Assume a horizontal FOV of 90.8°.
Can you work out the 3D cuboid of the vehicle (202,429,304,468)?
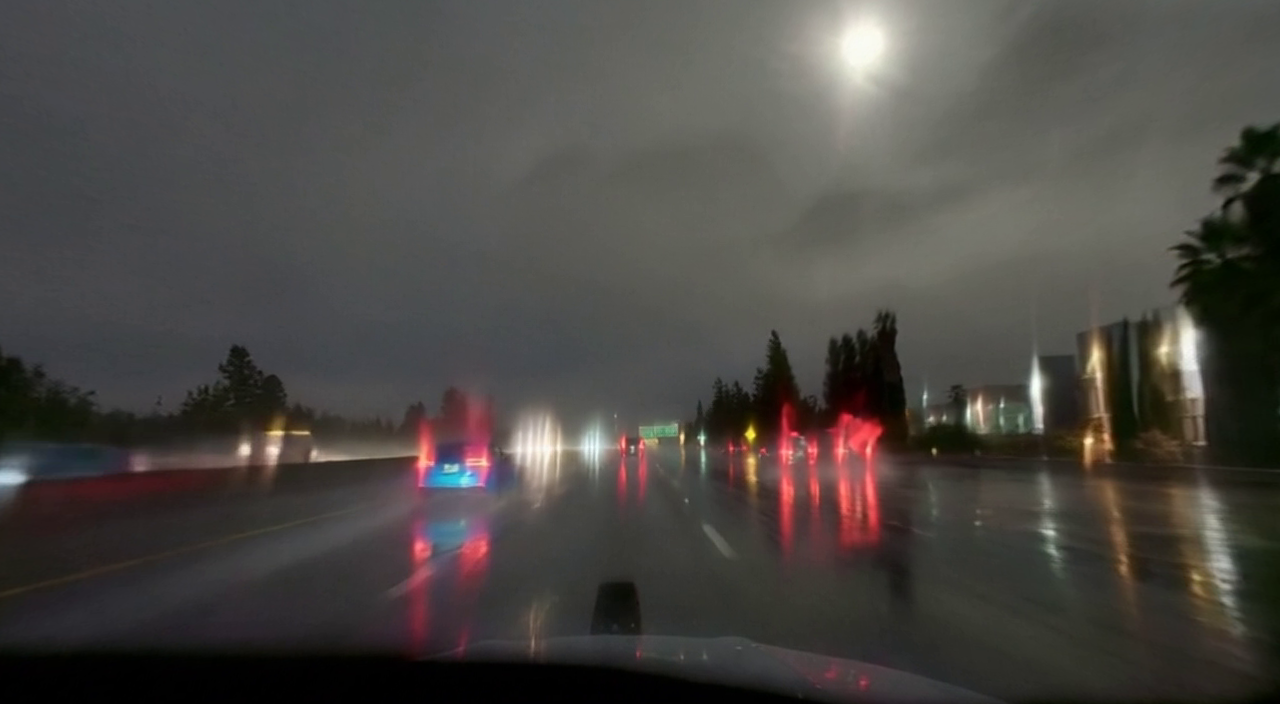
[{"bbox_3d":[-22.295,5.584,36.765,2.304,2.105,5.701,0,-8,0],"label":"vehicle"}]

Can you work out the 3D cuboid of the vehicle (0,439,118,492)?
[{"bbox_3d":[-18.991,3.409,19.268,2.040,1.464,4.805,0,-8,0],"label":"vehicle"}]

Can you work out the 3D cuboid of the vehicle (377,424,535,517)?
[{"bbox_3d":[-3.652,2.441,13.580,1.996,1.617,4.637,0,-8,0],"label":"vehicle"}]
